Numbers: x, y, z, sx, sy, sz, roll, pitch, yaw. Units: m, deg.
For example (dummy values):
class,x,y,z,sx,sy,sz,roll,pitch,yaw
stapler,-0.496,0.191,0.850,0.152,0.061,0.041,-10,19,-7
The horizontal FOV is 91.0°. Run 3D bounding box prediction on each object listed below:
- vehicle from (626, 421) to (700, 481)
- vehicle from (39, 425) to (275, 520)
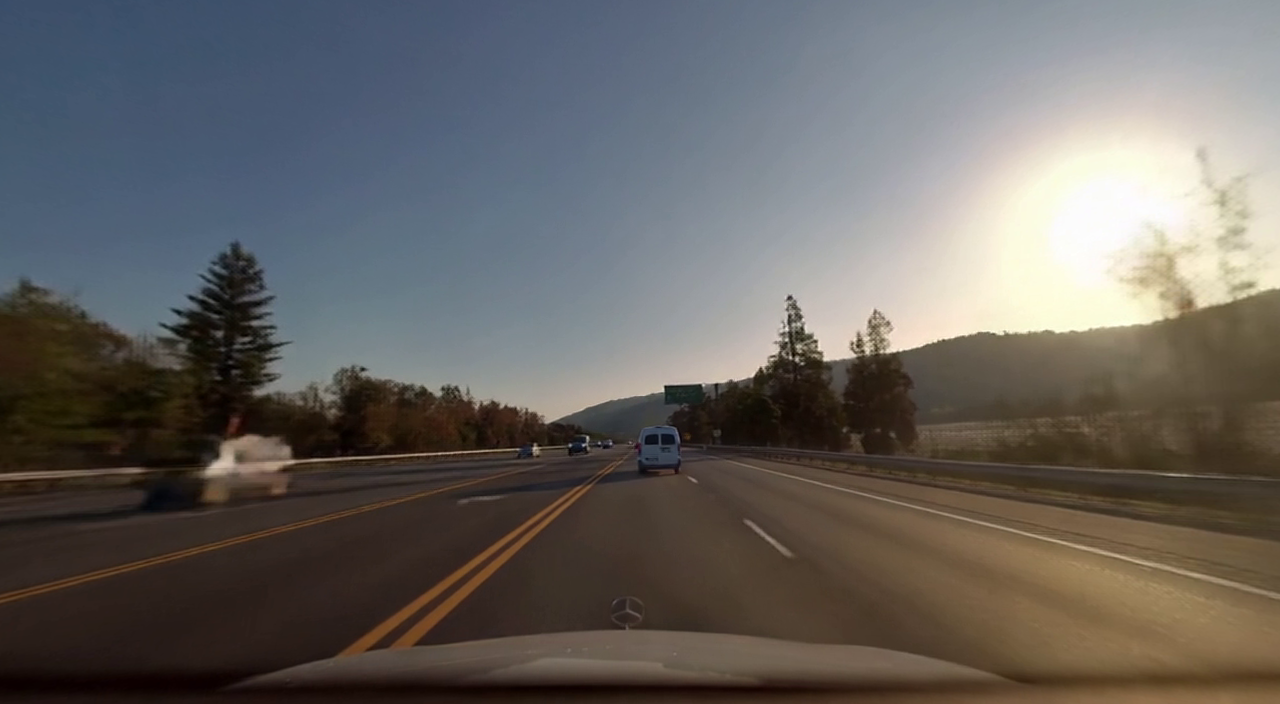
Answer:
class,x,y,z,sx,sy,sz,roll,pitch,yaw
vehicle,0.857,3.665,23.513,2.469,2.027,4.554,0,-8,2
vehicle,-10.860,2.703,14.673,2.023,1.876,4.204,0,-8,2
